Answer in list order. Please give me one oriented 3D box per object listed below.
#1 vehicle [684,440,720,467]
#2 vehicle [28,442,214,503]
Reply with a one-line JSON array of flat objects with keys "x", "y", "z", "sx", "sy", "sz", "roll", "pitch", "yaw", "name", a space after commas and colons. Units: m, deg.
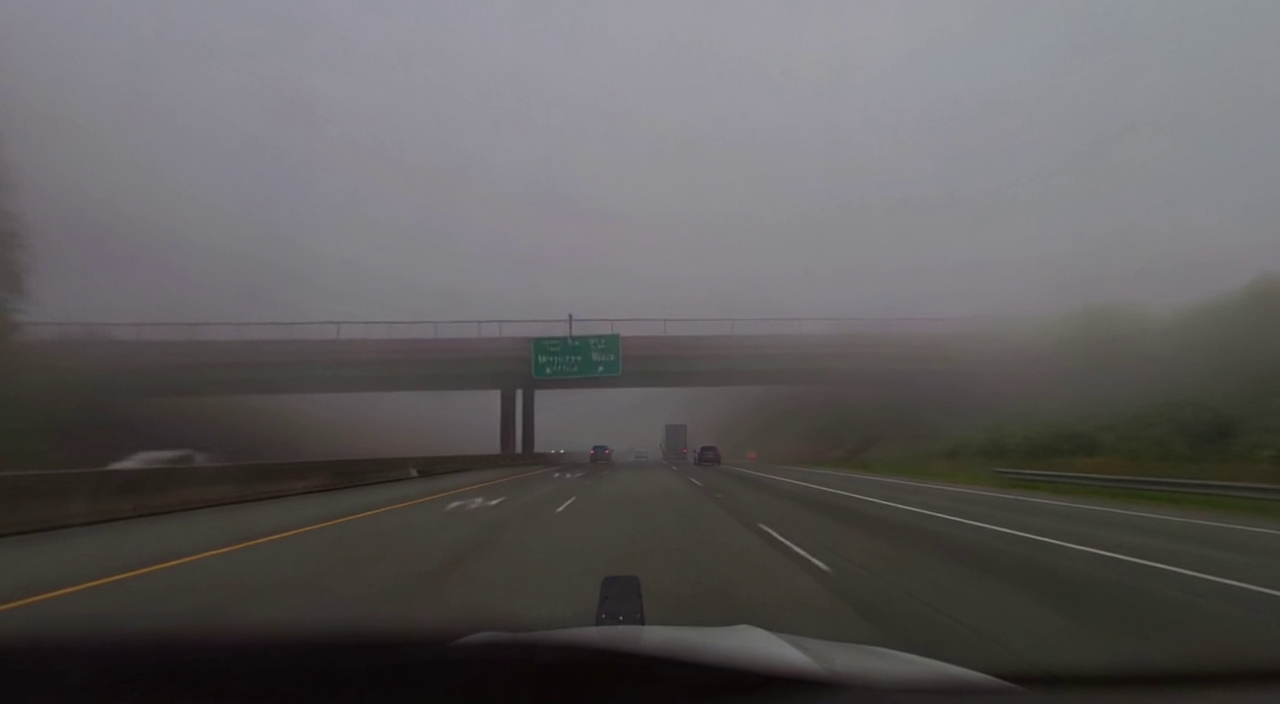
[{"x": 4.555, "y": 7.509, "z": 46.941, "sx": 2.100, "sy": 1.889, "sz": 4.969, "roll": 0, "pitch": -9, "yaw": -1, "name": "vehicle"}, {"x": -15.380, "y": 3.559, "z": 19.082, "sx": 1.948, "sy": 1.617, "sz": 4.249, "roll": 0, "pitch": -9, "yaw": 0, "name": "vehicle"}]
